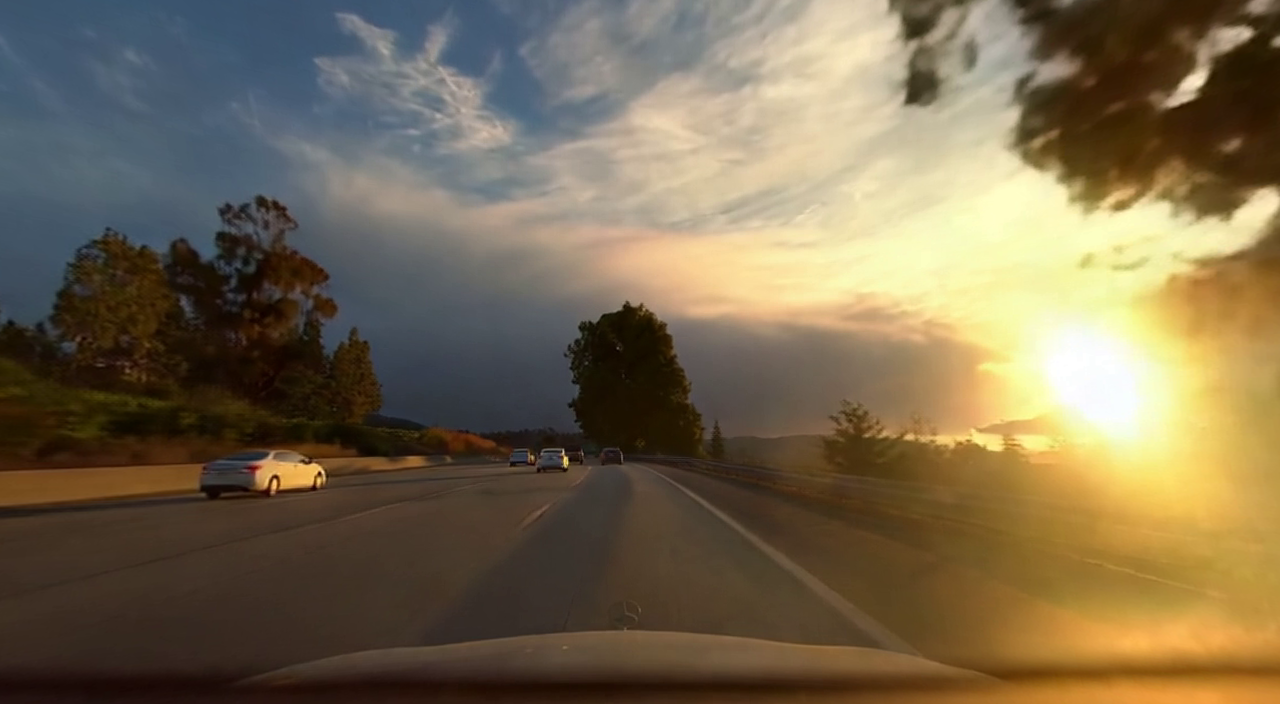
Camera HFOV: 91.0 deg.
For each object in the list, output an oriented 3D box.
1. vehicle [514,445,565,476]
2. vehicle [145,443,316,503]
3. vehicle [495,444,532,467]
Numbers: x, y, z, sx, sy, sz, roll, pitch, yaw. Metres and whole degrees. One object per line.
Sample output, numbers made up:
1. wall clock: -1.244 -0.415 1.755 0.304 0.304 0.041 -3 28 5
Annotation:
1. vehicle: -5.077 5.556 32.323 2.120 1.458 4.031 0 -9 -3
2. vehicle: -11.582 3.431 18.322 1.960 1.487 4.593 0 -9 -1
3. vehicle: -9.406 7.691 47.033 2.015 1.608 4.294 0 -9 -2
